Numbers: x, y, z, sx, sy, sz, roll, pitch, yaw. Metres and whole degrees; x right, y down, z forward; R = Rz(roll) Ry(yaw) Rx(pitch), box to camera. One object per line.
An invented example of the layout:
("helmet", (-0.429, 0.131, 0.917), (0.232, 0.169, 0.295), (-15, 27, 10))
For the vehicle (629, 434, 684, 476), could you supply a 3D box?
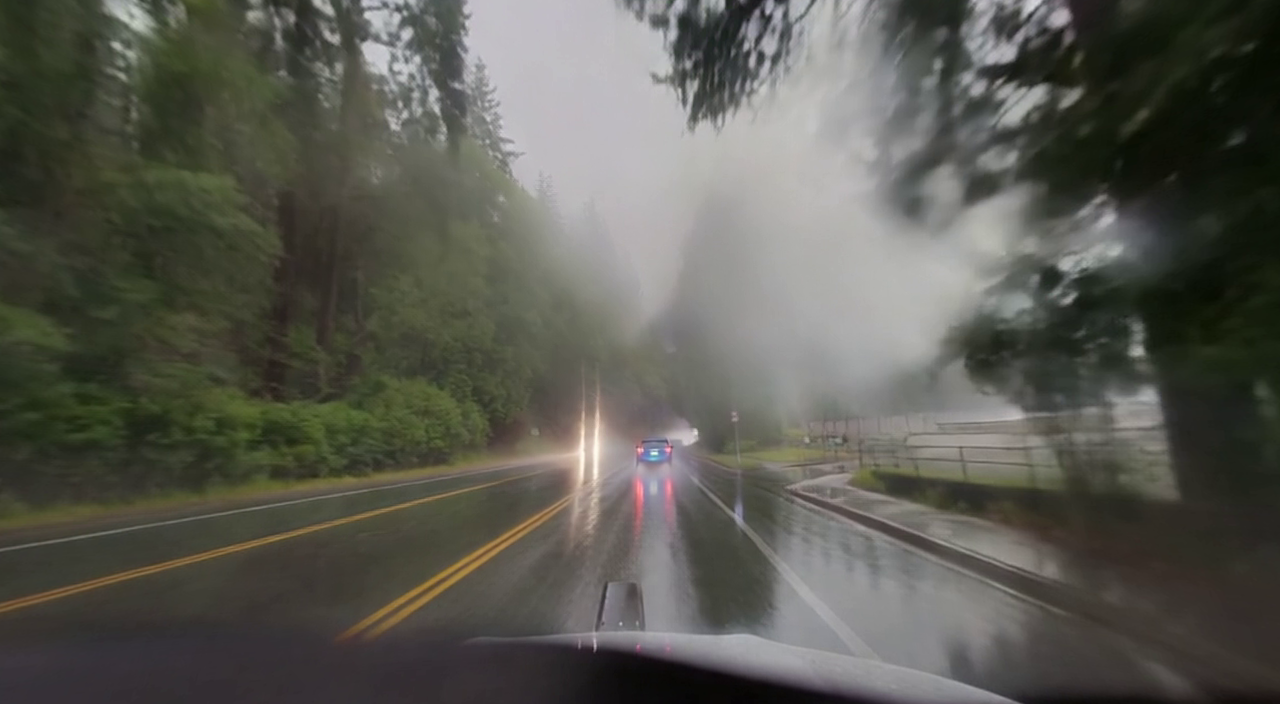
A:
("vehicle", (0.737, 4.622, 28.585), (2.294, 1.708, 4.110), (0, -8, 2))
